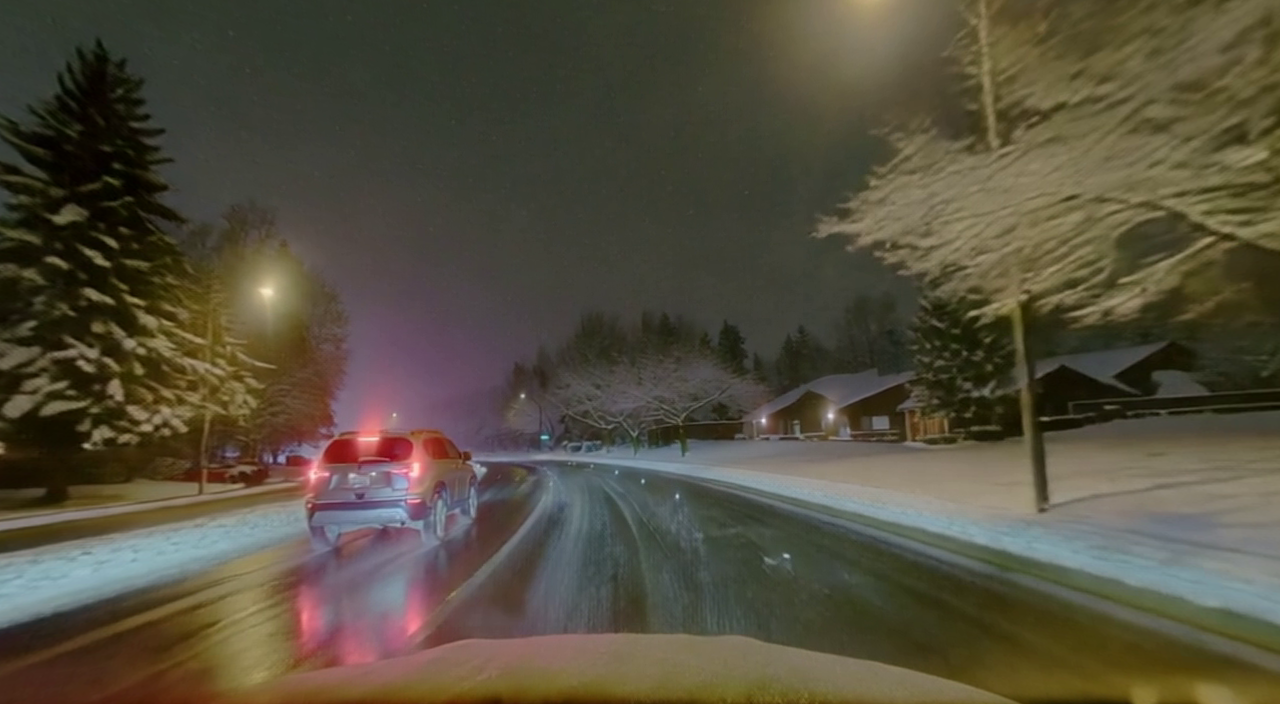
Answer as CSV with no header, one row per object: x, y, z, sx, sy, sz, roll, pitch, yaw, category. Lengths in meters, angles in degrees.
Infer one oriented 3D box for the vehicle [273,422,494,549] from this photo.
-4.146,2.221,11.220,2.175,1.772,4.442,0,-8,-2,vehicle

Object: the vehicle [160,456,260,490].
-27.139,7.650,40.030,4.809,1.471,2.012,-5,-8,-12,vehicle
